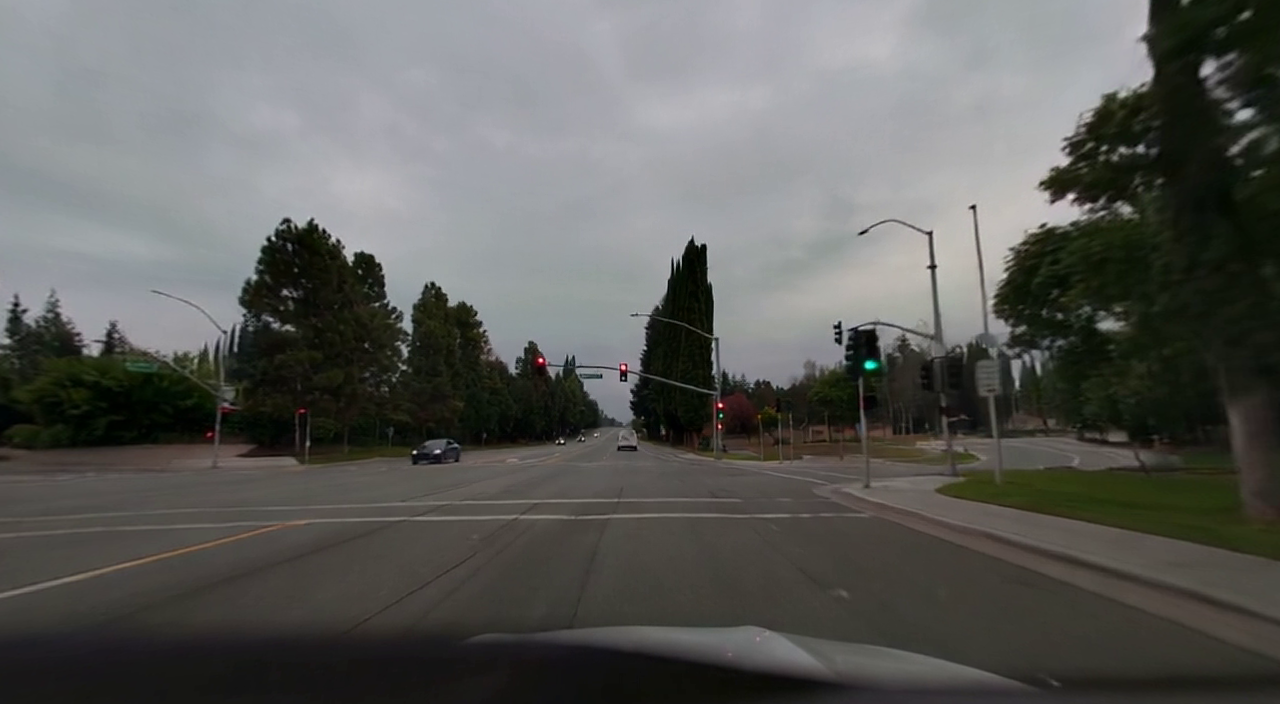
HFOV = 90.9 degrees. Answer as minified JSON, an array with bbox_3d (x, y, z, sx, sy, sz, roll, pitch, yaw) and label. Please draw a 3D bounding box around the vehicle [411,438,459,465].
[{"bbox_3d":[-13.340,6.499,41.236,1.877,1.600,3.952,1,-9,-1],"label":"vehicle"}]
